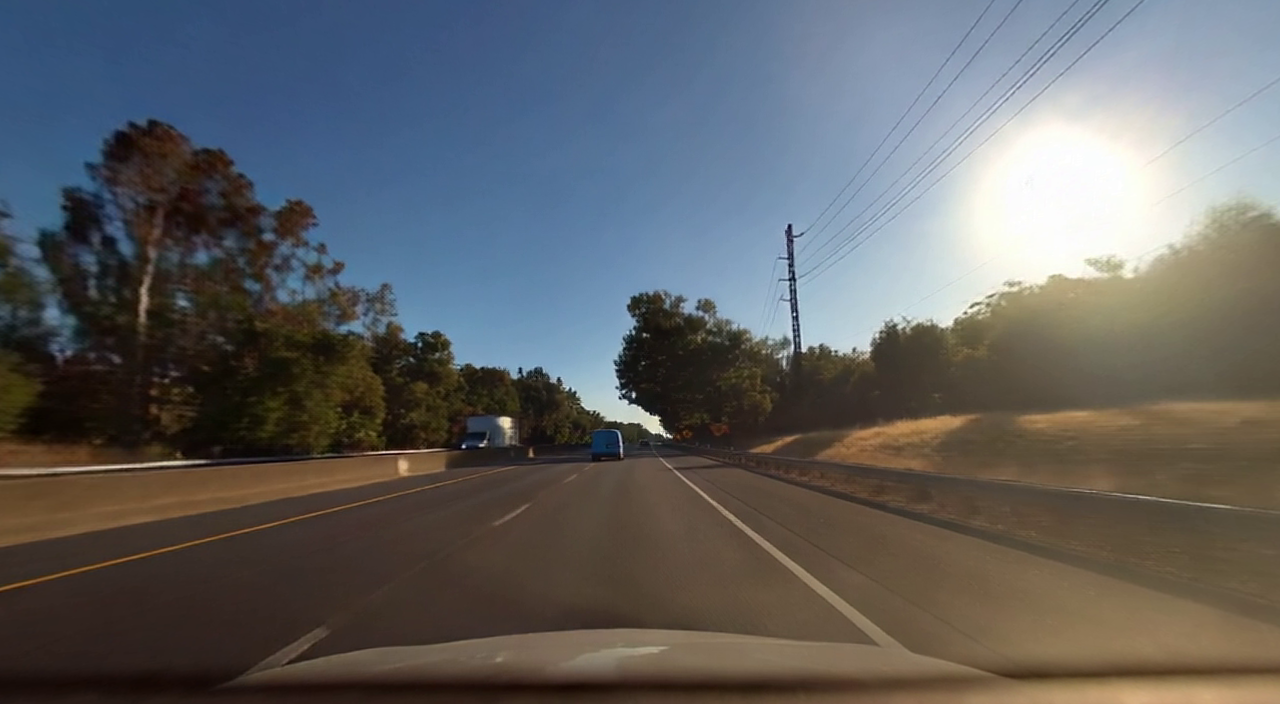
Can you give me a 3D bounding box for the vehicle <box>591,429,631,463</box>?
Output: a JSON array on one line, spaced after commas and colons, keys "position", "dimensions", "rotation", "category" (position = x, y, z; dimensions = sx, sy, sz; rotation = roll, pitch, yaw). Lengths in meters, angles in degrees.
[{"position": [-1.647, 5.478, 36.868], "dimensions": [2.041, 1.856, 4.353], "rotation": [0, -8, 1], "category": "vehicle"}]
